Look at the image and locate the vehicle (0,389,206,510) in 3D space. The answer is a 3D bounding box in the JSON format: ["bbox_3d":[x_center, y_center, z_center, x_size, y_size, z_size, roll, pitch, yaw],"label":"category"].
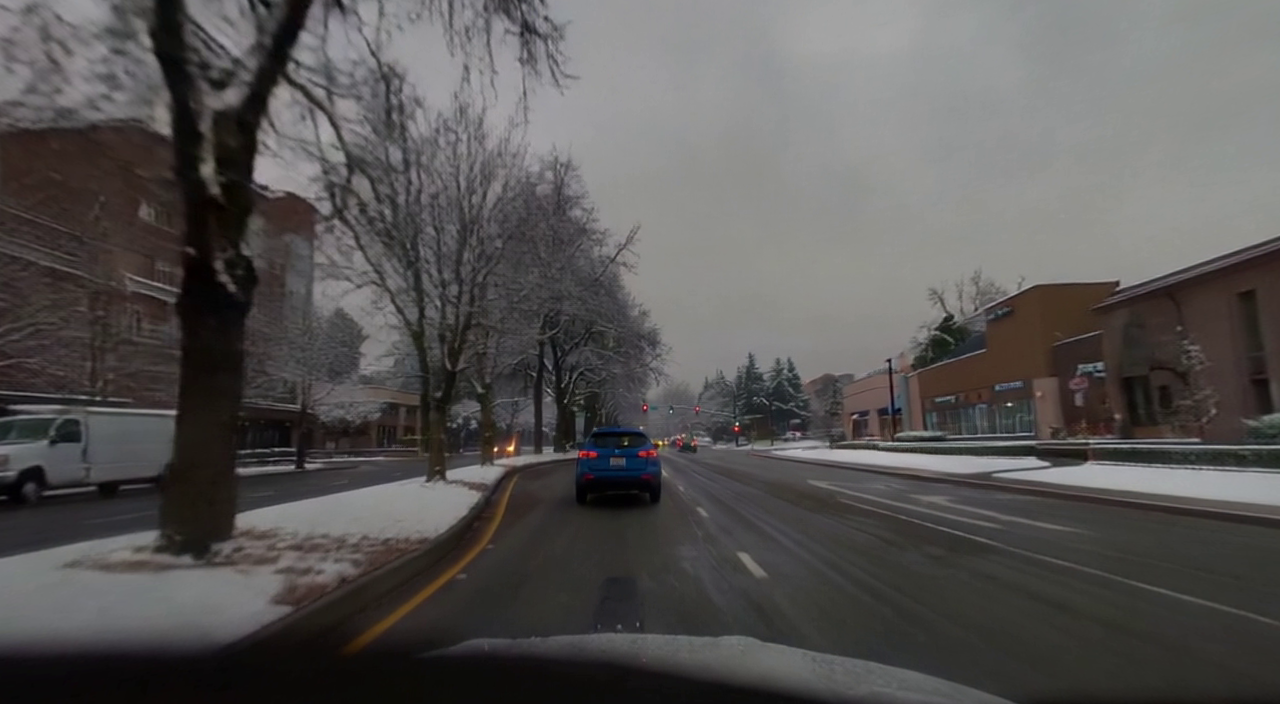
[{"bbox_3d":[-19.076,3.311,21.707,2.811,3.399,7.898,0,-9,-2],"label":"vehicle"}]

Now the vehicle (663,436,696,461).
[{"bbox_3d":[2.648,6.641,43.603,1.929,1.590,4.287,0,-8,-1],"label":"vehicle"}]

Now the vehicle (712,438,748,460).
[{"bbox_3d":[6.224,6.790,44.086,1.777,1.443,3.942,0,-8,-2],"label":"vehicle"}]

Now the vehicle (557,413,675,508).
[{"bbox_3d":[-0.509,2.403,14.332,2.277,1.816,4.192,0,-8,-1],"label":"vehicle"}]

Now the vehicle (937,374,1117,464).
[{"bbox_3d":[18.302,3.458,30.956,3.269,3.755,8.862,0,-9,2],"label":"vehicle"}]
